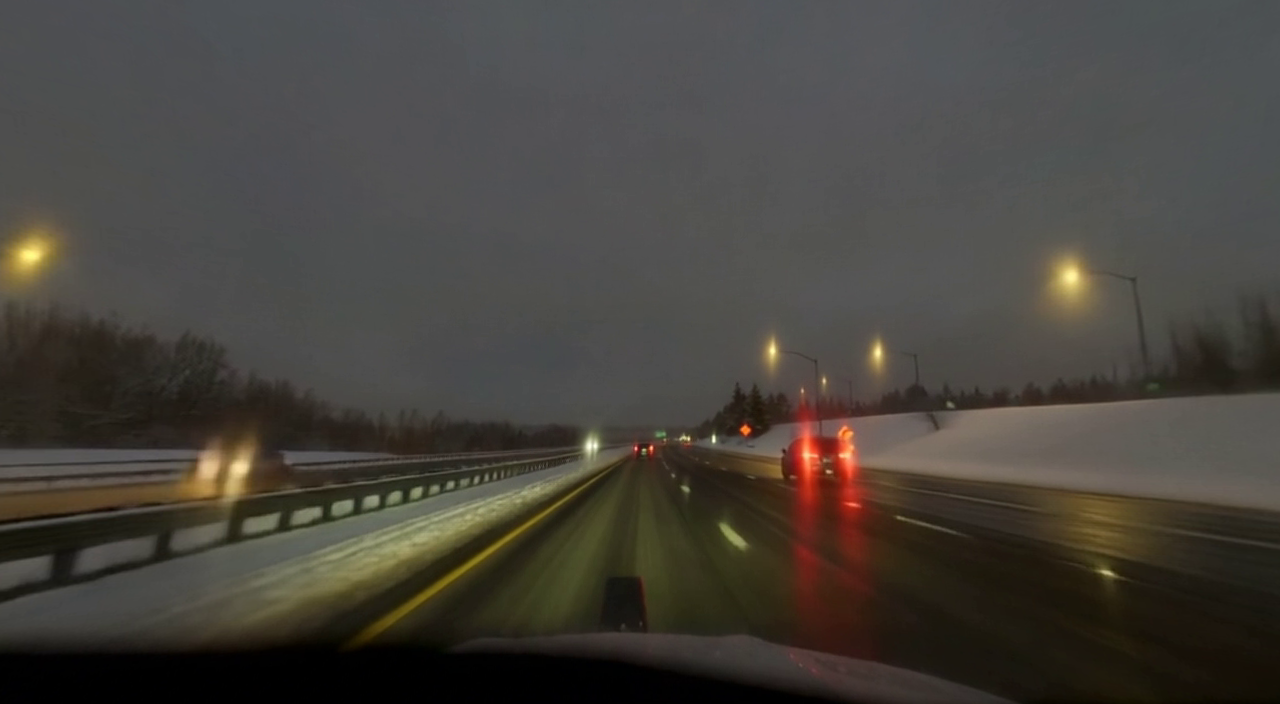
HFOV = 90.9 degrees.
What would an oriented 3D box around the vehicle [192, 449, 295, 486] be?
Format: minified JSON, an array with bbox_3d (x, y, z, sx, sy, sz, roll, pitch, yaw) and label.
[{"bbox_3d":[-20.124,5.861,32.339,1.977,1.701,4.917,0,-8,1],"label":"vehicle"}]
